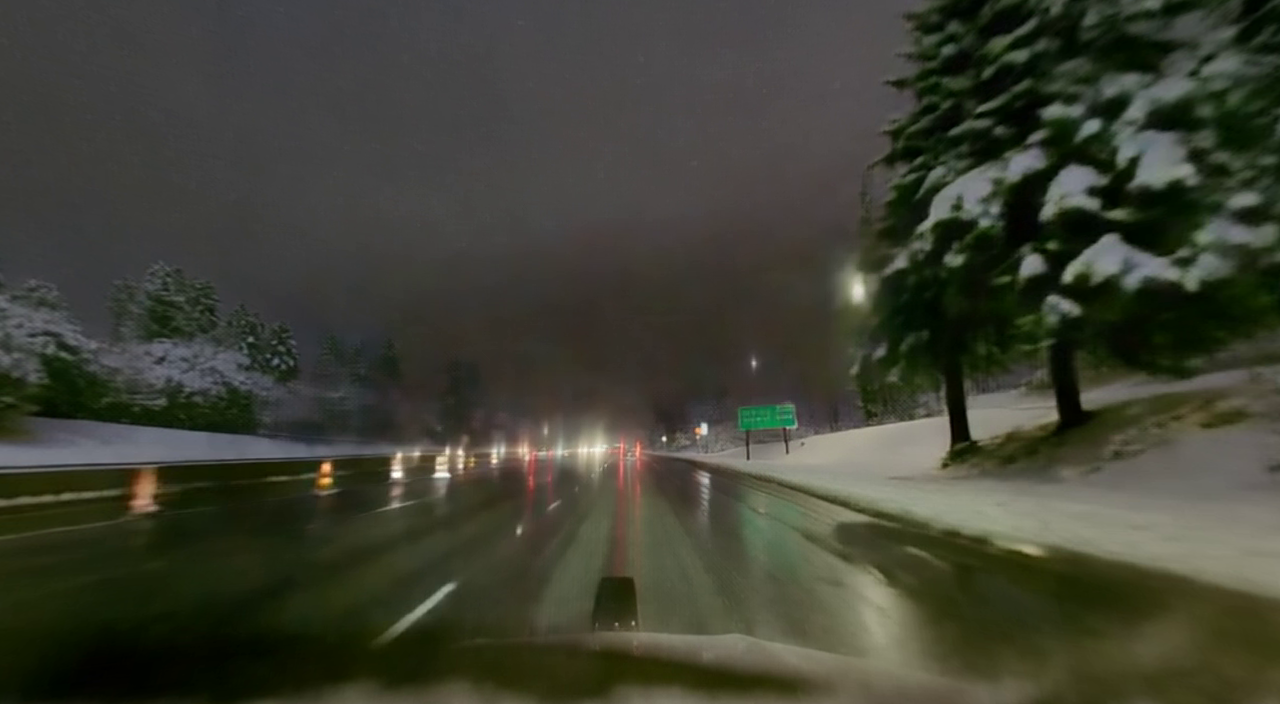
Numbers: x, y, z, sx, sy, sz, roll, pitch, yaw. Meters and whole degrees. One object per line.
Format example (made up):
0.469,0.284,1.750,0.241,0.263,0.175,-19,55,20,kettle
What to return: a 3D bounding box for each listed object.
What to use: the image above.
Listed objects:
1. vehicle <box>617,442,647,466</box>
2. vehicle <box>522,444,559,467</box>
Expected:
-0.580,7.352,45.664,2.109,1.638,3.856,0,-9,-1,vehicle
-6.971,7.311,44.727,1.997,1.507,4.248,0,-9,0,vehicle
